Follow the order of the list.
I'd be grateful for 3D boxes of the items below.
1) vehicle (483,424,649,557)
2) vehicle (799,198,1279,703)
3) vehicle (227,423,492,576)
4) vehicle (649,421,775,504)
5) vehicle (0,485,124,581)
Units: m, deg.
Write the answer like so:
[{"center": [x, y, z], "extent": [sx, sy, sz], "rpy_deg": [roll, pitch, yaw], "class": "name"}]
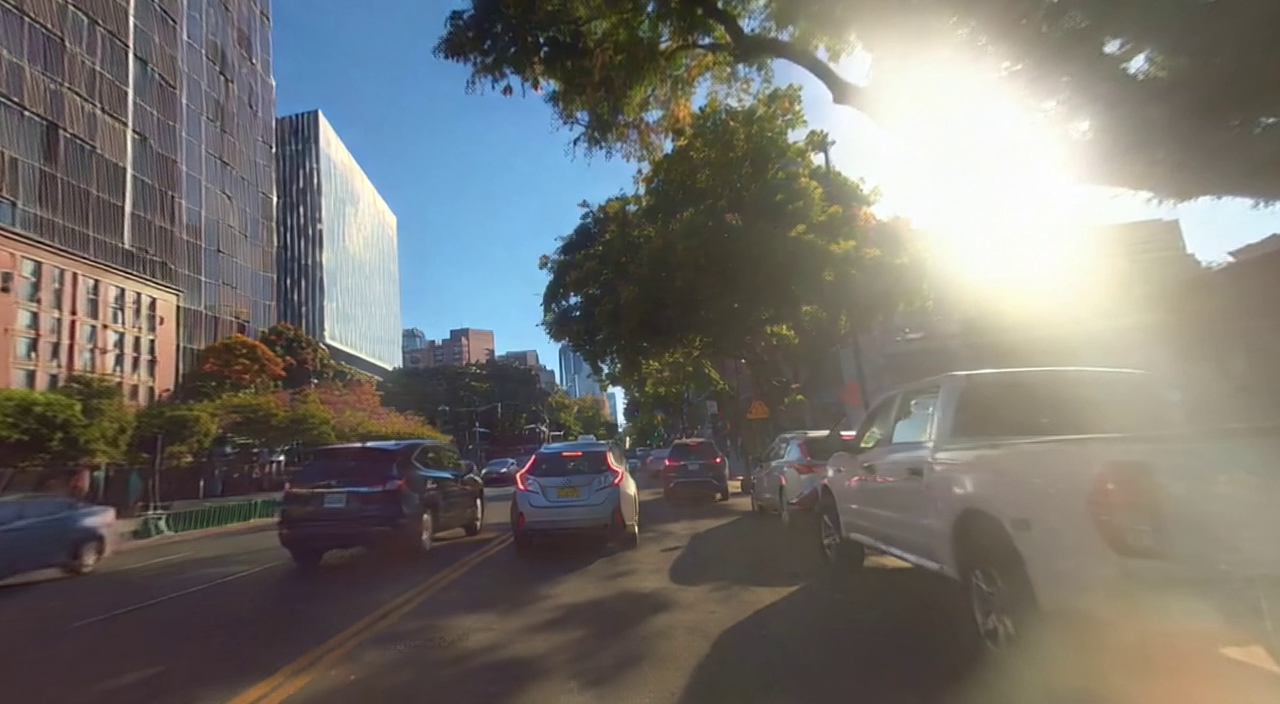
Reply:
[{"center": [-0.914, 2.065, 10.066], "extent": [2.076, 1.667, 3.948], "rpy_deg": [0, -8, 1], "class": "vehicle"}, {"center": [2.988, 0.908, 4.535], "extent": [2.225, 2.070, 5.264], "rpy_deg": [0, -9, -1], "class": "vehicle"}, {"center": [-3.937, 2.131, 10.007], "extent": [2.000, 1.818, 4.668], "rpy_deg": [0, -9, 1], "class": "vehicle"}, {"center": [2.189, 3.034, 17.720], "extent": [2.352, 1.953, 4.798], "rpy_deg": [-3, -9, 21], "class": "vehicle"}, {"center": [-12.400, 3.358, 11.592], "extent": [2.071, 1.505, 4.479], "rpy_deg": [0, -9, 0], "class": "vehicle"}]
